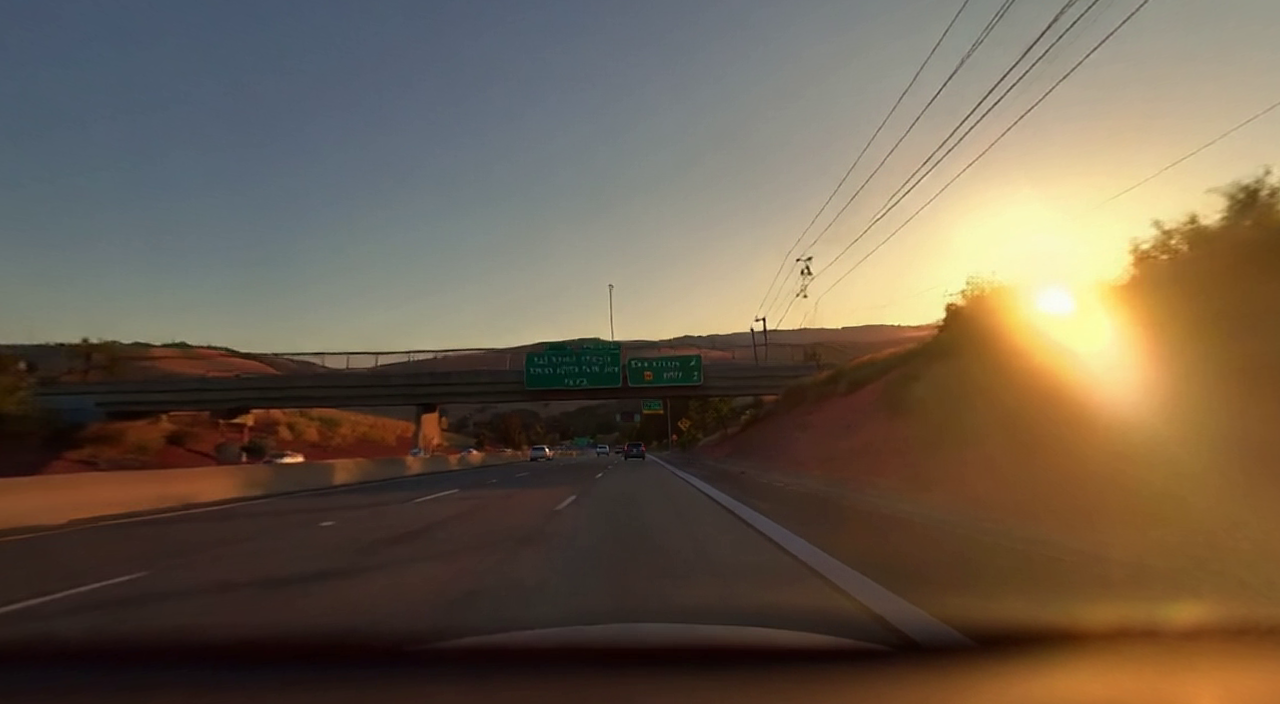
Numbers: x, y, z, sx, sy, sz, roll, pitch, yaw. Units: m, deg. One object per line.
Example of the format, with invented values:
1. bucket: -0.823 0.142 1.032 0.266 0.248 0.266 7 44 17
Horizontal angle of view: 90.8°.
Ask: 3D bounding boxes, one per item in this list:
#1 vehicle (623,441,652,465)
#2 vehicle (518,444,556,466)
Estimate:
1. vehicle: -0.175 7.588 47.758 2.063 1.715 4.299 0 -8 0
2. vehicle: -7.508 7.537 46.400 2.077 1.511 4.323 0 -8 0
